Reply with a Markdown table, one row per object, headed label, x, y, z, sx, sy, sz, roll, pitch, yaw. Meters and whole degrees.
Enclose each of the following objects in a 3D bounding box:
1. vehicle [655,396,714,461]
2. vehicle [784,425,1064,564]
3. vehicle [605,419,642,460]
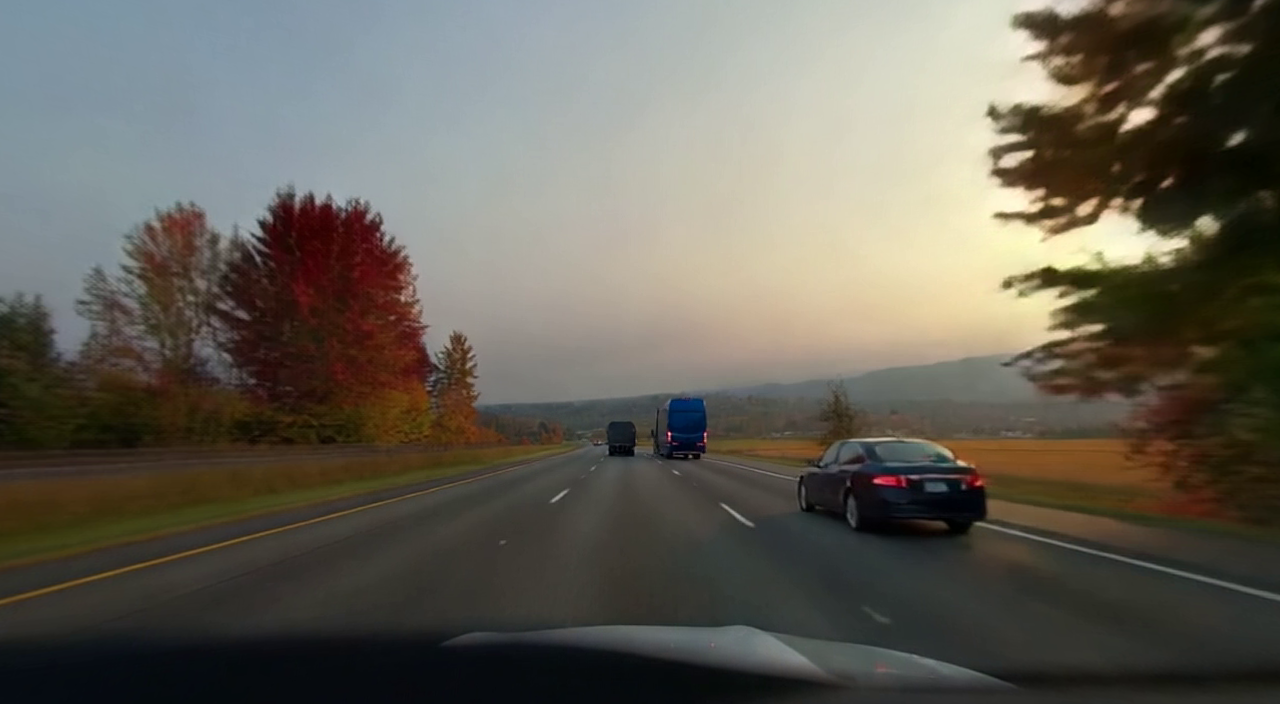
| label | x | y | z | sx | sy | sz | roll | pitch | yaw |
| --- | --- | --- | --- | --- | --- | --- | --- | --- | --- |
| vehicle | 2.981 | 5.760 | 46.606 | 3.128 | 4.087 | 13.351 | 0 | -8 | -1 |
| vehicle | 3.629 | 1.867 | 9.145 | 1.962 | 1.508 | 4.363 | 0 | -8 | -1 |
| vehicle | -1.089 | 6.029 | 43.378 | 2.389 | 2.637 | 5.437 | 0 | -8 | -1 |
